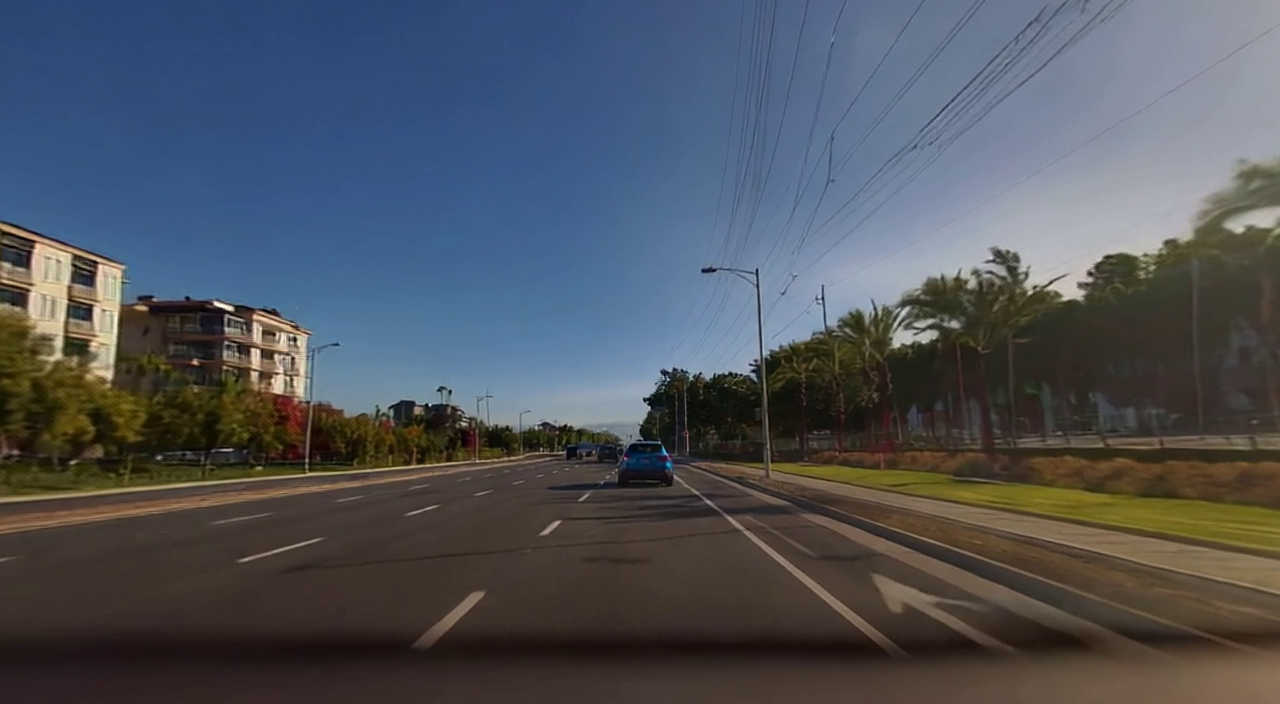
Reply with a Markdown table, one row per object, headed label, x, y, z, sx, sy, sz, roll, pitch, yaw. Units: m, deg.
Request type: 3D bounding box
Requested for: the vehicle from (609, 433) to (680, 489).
| label | x | y | z | sx | sy | sz | roll | pitch | yaw |
| --- | --- | --- | --- | --- | --- | --- | --- | --- | --- |
| vehicle | 0.121 | 3.692 | 21.560 | 2.198 | 1.706 | 4.166 | 0 | -9 | 0 |
